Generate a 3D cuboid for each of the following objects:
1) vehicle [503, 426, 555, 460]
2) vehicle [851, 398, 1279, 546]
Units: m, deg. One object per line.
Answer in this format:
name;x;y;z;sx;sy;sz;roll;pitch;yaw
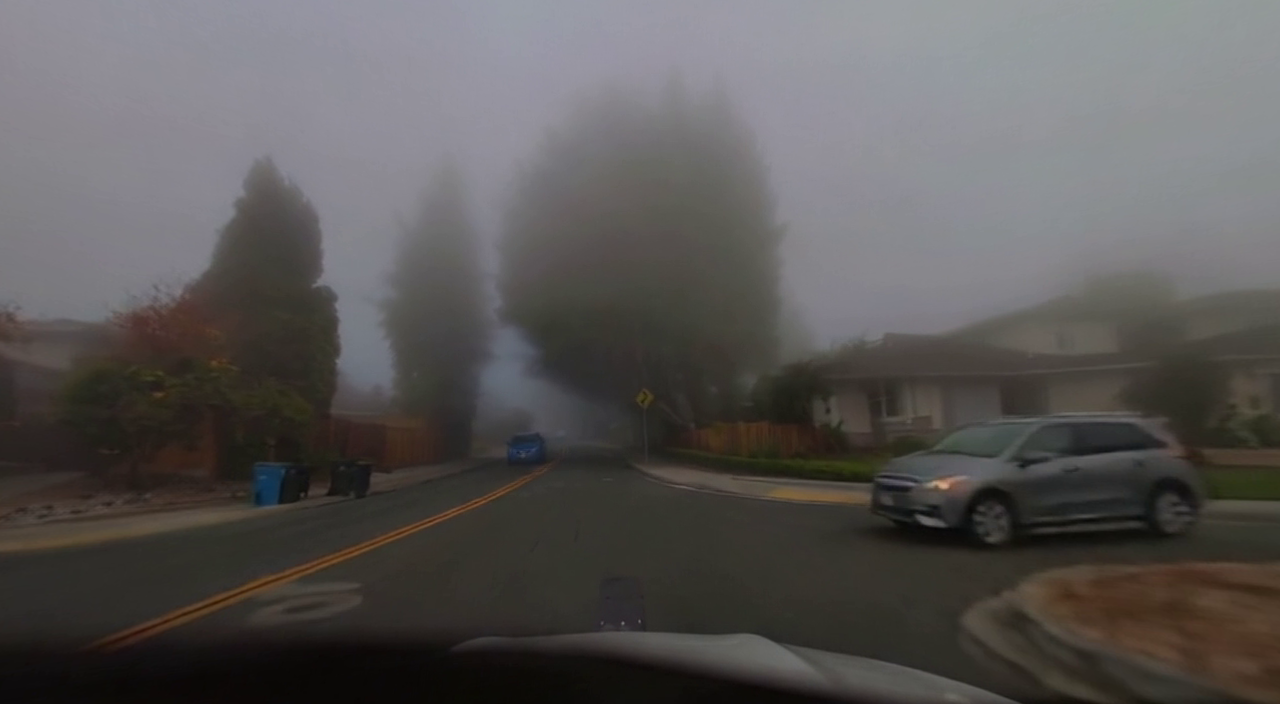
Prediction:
vehicle;-5.650;4.722;32.578;2.036;1.657;4.391;0;-9;-2
vehicle;4.813;1.431;7.733;3.772;1.531;1.949;-1;-9;3
